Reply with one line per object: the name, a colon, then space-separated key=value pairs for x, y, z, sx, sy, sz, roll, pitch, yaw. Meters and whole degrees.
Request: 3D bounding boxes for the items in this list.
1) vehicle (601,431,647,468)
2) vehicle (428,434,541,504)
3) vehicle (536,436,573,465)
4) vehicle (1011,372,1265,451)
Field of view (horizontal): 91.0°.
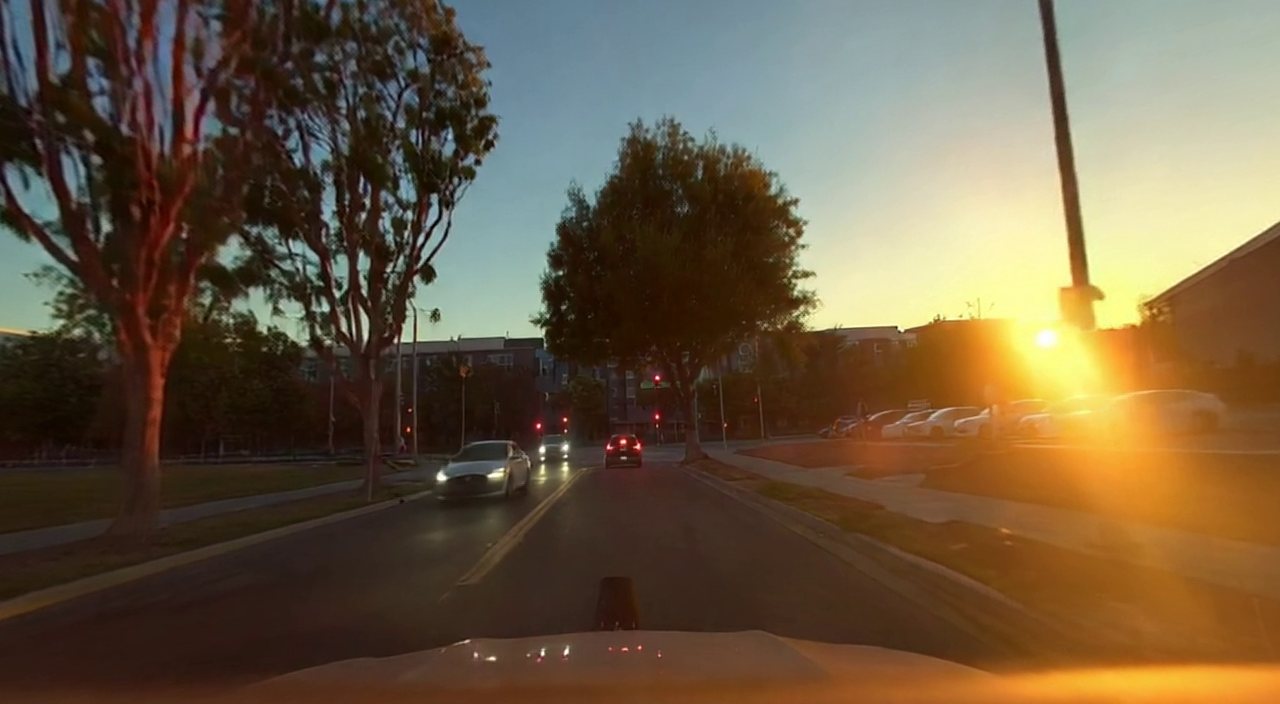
vehicle: x=-0.771 y=4.894 z=31.769 sx=2.142 sy=1.686 sz=3.816 roll=-1 pitch=-8 yaw=0
vehicle: x=-3.710 y=2.844 z=15.704 sx=1.973 sy=1.512 sz=3.524 roll=0 pitch=-8 yaw=-1
vehicle: x=-5.118 y=5.896 z=37.710 sx=2.057 sy=1.613 sz=4.062 roll=0 pitch=-8 yaw=-7
vehicle: x=11.956 y=1.492 z=15.435 sx=4.349 sy=1.462 sz=1.982 roll=-5 pitch=-7 yaw=6
